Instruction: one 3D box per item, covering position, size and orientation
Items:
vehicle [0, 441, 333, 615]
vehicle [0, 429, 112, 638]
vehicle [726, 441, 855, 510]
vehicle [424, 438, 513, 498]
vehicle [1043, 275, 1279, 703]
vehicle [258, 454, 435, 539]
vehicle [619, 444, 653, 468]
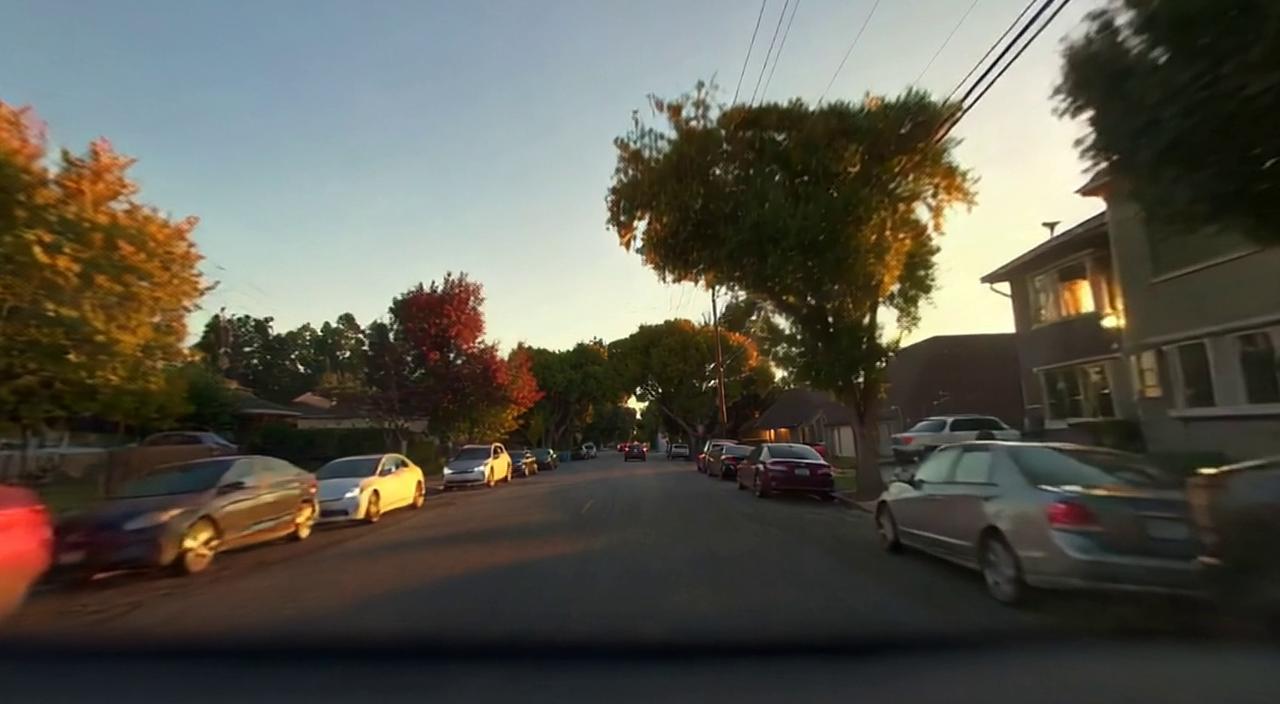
[{"bbox_3d":[-6.092,2.071,8.510,1.879,1.581,4.486,-3,-7,-3],"label":"vehicle"},{"bbox_3d":[-5.861,1.259,3.373,1.925,1.578,4.906,-3,-7,0],"label":"vehicle"},{"bbox_3d":[3.630,3.072,16.270,2.039,1.480,4.831,0,-9,-1],"label":"vehicle"},{"bbox_3d":[-6.204,4.183,23.483,2.115,1.820,5.002,-3,-7,-3],"label":"vehicle"},{"bbox_3d":[3.639,0.440,0.603,2.401,1.958,5.999,0,-8,-2],"label":"vehicle"},{"bbox_3d":[-6.070,2.988,13.733,1.951,1.327,4.191,-2,-7,-1],"label":"vehicle"},{"bbox_3d":[-0.298,6.800,41.481,2.062,1.509,4.305,0,-9,-1],"label":"vehicle"}]
